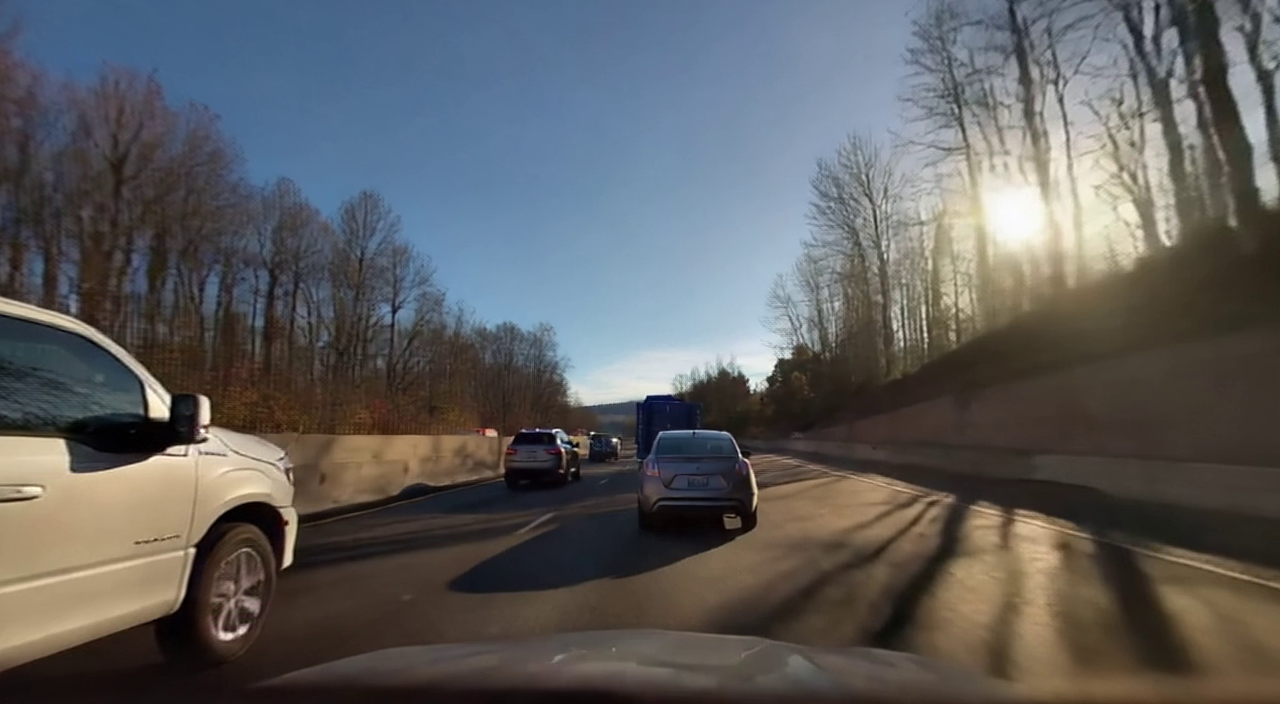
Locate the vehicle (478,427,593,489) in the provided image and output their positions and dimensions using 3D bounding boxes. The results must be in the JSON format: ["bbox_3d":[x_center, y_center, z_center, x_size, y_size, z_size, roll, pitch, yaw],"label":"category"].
[{"bbox_3d":[-2.676,2.834,17.281,2.087,1.457,4.313,-1,-8,5],"label":"vehicle"}]

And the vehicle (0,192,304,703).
[{"bbox_3d":[-4.160,0.413,2.249,2.386,2.435,5.831,-1,-8,4],"label":"vehicle"}]

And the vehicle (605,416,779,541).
[{"bbox_3d":[0.805,1.804,9.720,2.089,1.485,4.153,-1,-8,5],"label":"vehicle"}]
